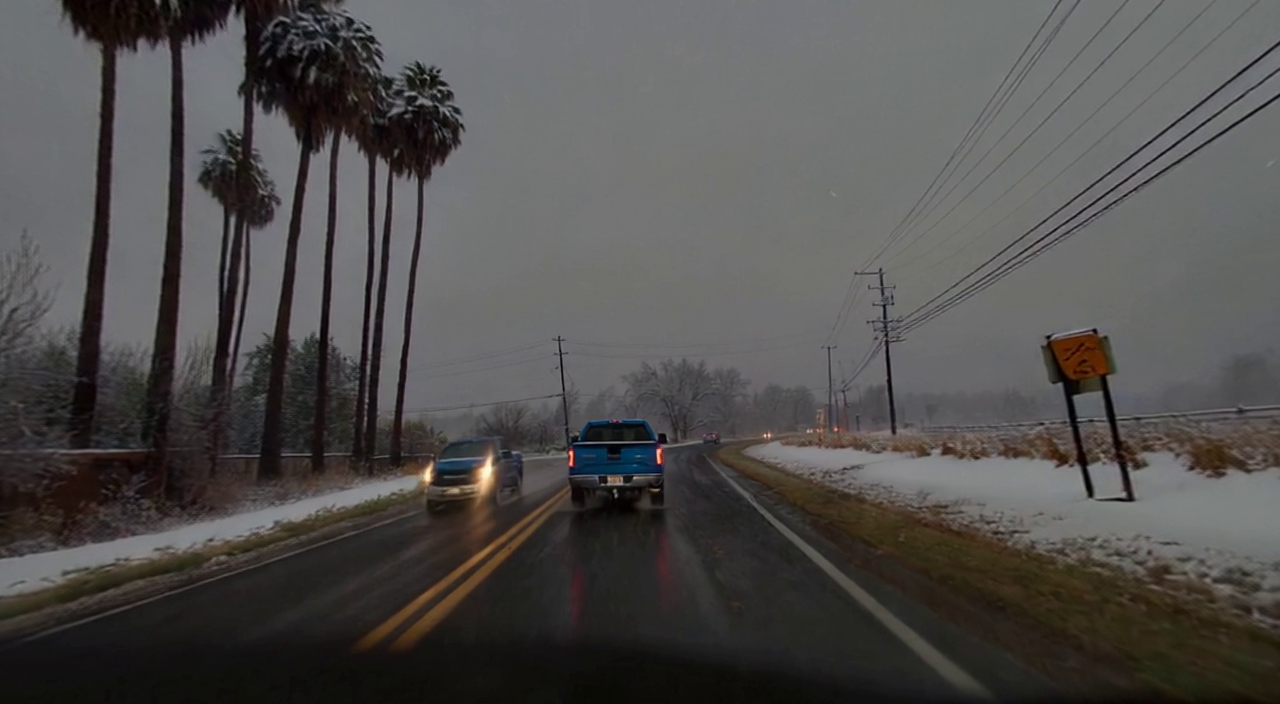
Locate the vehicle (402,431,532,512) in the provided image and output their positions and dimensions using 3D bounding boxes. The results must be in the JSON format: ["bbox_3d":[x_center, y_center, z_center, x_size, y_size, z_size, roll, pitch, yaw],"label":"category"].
[{"bbox_3d":[-4.411,3.127,17.049,2.128,1.834,4.877,0,-9,0],"label":"vehicle"}]

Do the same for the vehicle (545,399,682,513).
[{"bbox_3d":[-0.571,2.493,15.475,2.693,2.223,5.885,0,-9,-1],"label":"vehicle"}]
